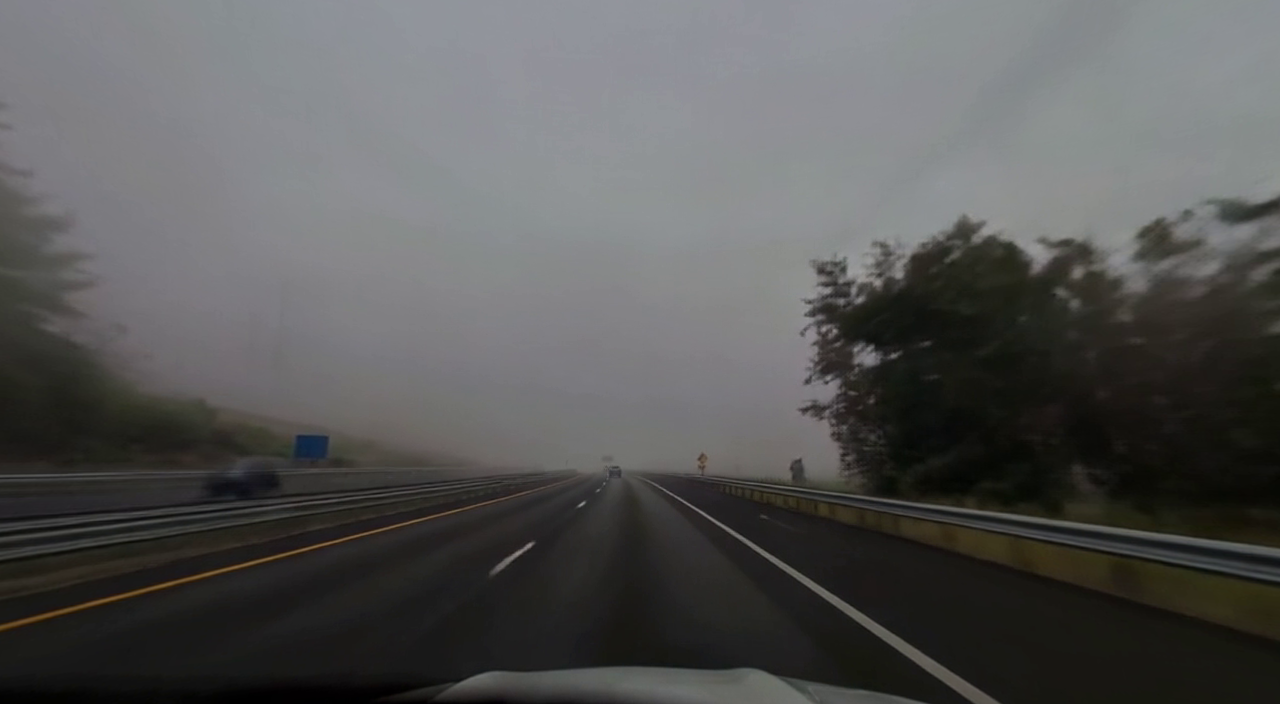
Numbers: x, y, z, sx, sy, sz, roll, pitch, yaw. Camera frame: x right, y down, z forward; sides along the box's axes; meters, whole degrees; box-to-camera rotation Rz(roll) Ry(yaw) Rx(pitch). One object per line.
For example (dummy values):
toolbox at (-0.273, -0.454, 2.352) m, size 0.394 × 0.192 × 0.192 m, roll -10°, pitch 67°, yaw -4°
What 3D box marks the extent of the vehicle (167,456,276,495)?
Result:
vehicle at (-17.285, 5.116, 26.270) m, size 1.818 × 1.471 × 3.973 m, roll 1°, pitch -10°, yaw -1°
